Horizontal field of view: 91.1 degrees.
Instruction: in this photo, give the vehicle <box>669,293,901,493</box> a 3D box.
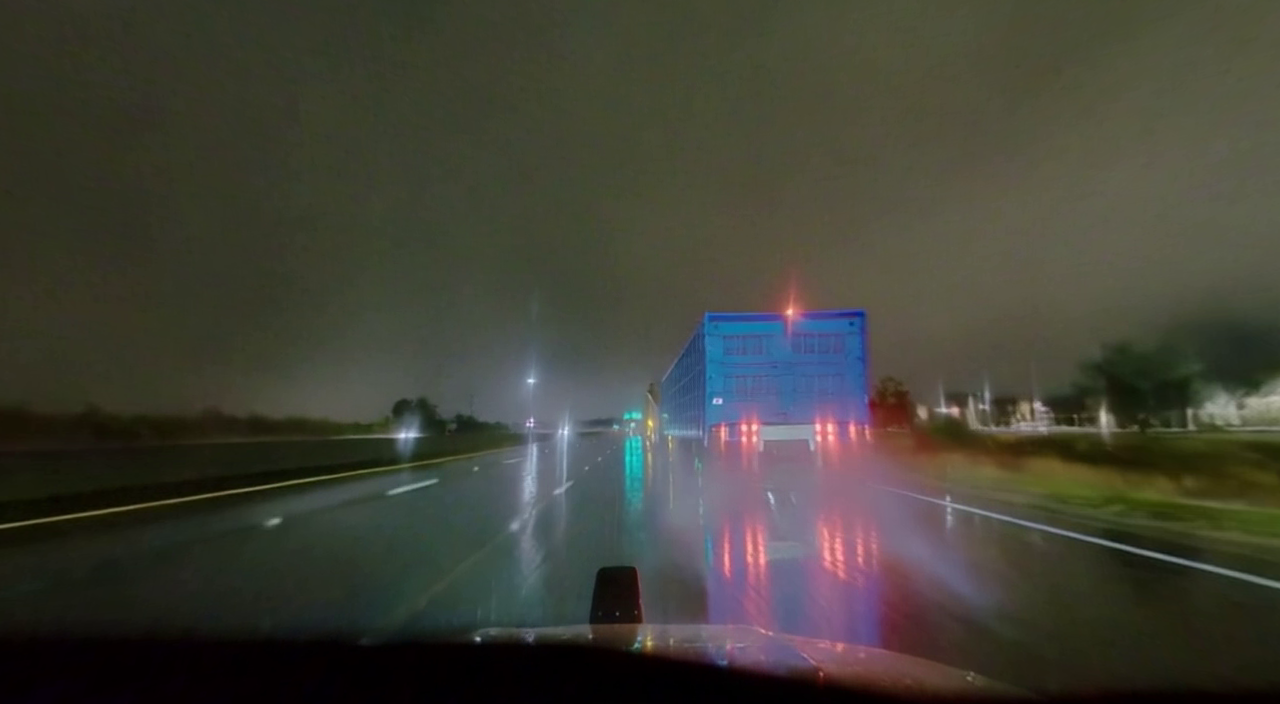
[{"bbox_3d":[2.936,1.528,17.683,3.446,3.698,12.089,0,-8,-1],"label":"vehicle"}]
